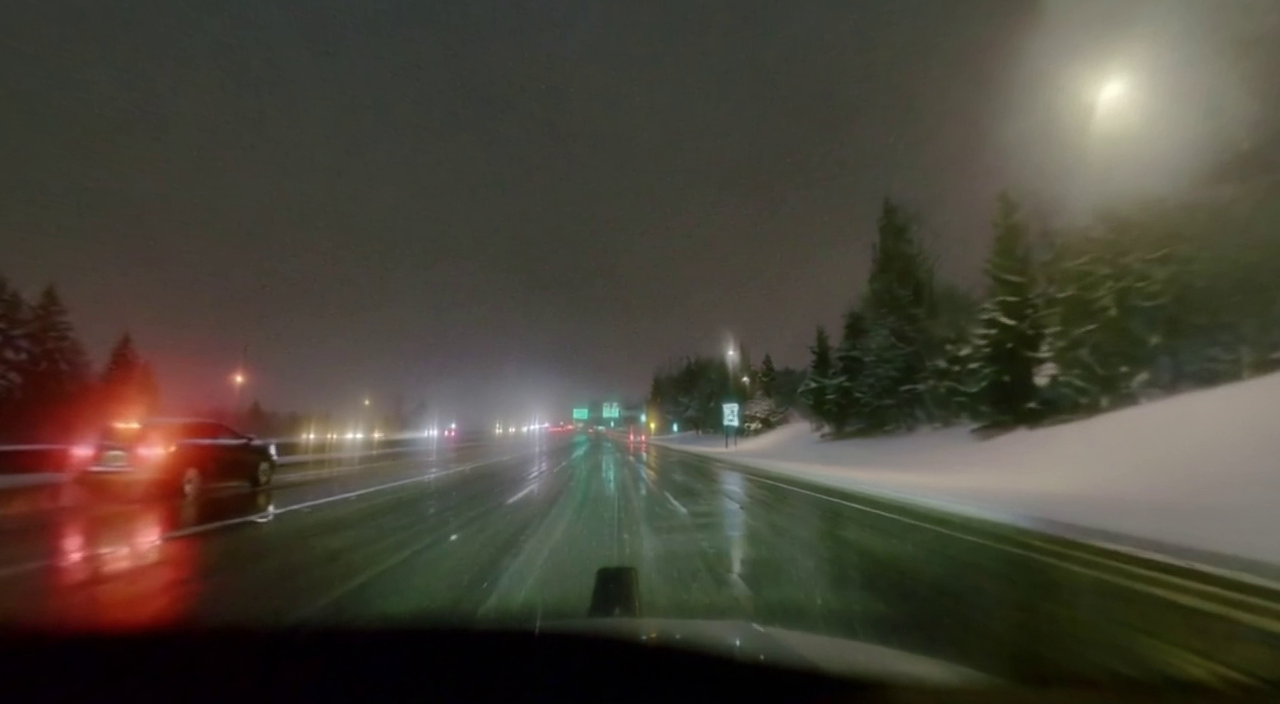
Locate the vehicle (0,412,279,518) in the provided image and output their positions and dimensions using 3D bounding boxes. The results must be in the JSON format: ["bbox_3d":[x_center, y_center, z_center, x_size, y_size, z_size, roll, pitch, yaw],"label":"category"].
[{"bbox_3d":[-8.997,1.992,11.689,1.828,1.549,4.846,0,-8,-2],"label":"vehicle"}]
